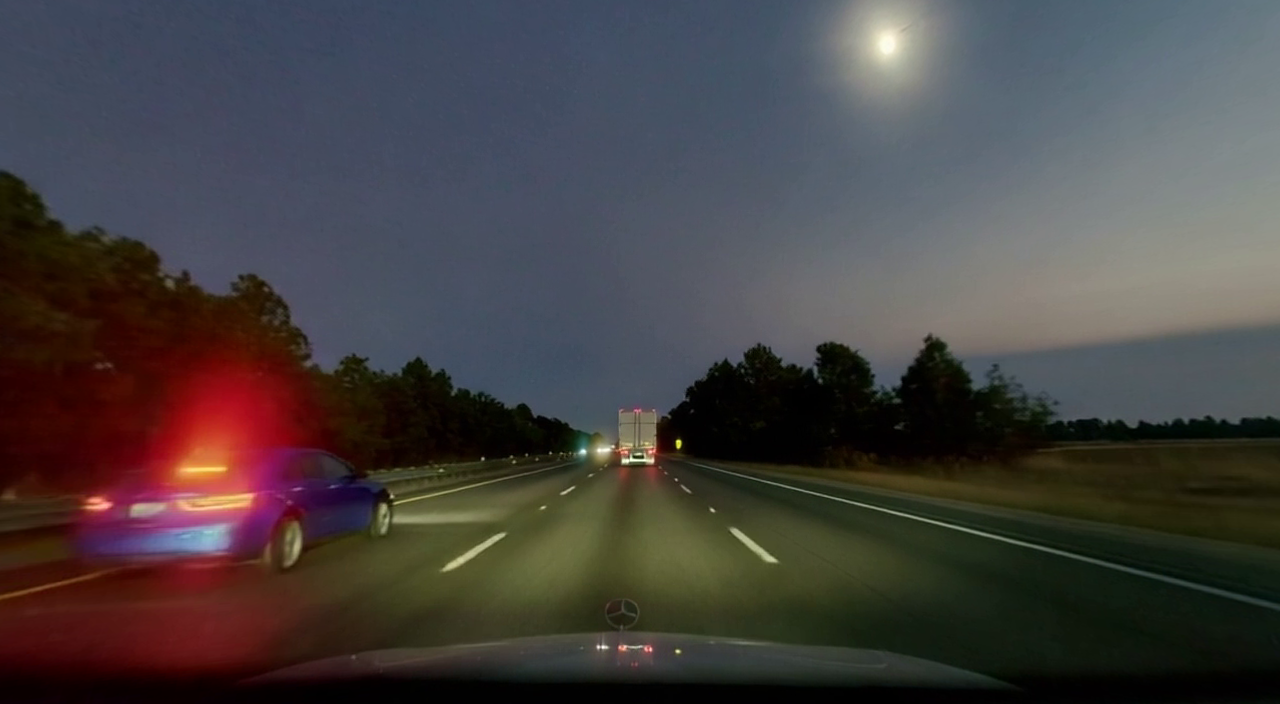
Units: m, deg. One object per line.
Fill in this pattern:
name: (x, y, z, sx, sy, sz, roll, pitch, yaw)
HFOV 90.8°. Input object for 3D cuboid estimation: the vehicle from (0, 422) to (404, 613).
vehicle: (-4.320, 1.615, 6.948, 1.937, 1.493, 3.779, 0, -9, 0)
